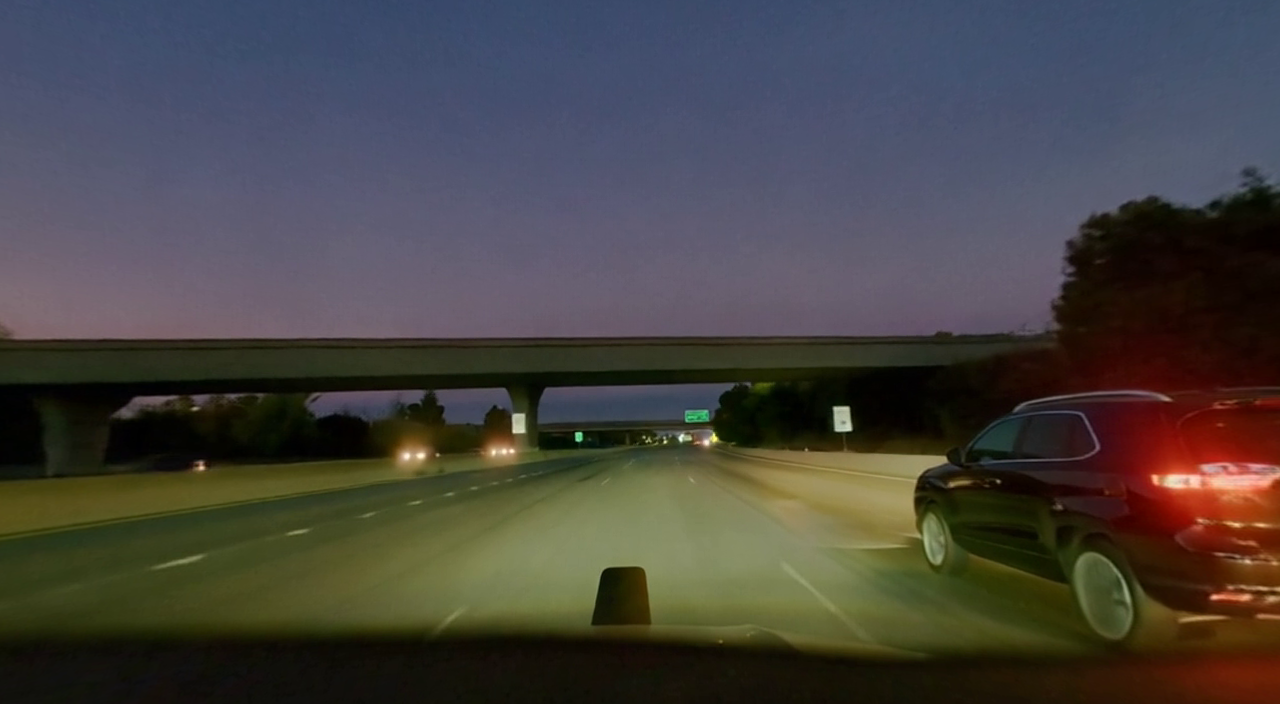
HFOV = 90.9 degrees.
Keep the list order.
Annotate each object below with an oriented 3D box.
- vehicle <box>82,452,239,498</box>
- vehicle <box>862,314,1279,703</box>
[{"bbox_3d":[-17.565,4.487,23.467,1.979,1.476,4.794,-1,-8,2],"label":"vehicle"},{"bbox_3d":[3.466,1.034,4.645,2.019,1.732,4.579,0,-8,1],"label":"vehicle"}]
